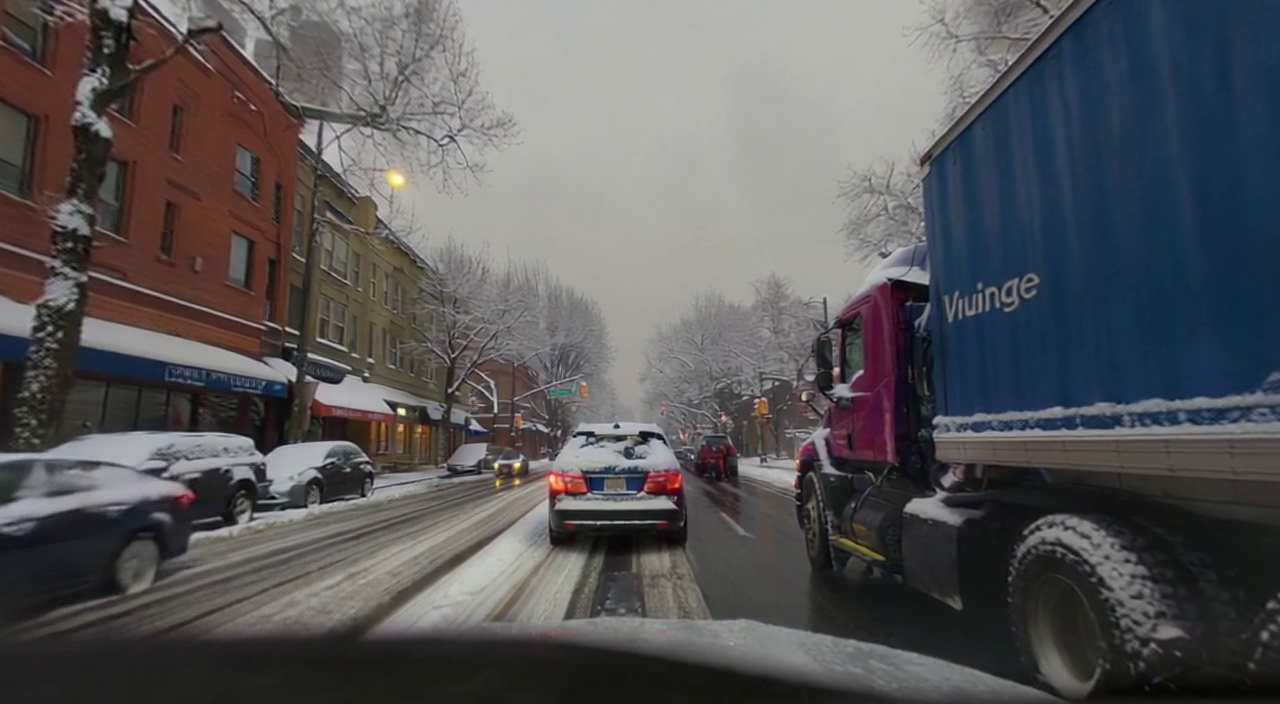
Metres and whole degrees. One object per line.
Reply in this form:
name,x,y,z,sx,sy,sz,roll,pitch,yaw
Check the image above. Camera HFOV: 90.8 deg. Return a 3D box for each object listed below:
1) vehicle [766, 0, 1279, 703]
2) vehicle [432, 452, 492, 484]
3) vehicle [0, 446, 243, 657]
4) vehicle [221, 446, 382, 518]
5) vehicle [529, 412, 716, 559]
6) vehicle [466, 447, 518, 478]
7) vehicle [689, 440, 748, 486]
vehicle,2.913,-0.030,2.197,2.913,3.771,9.716,0,-8,0
vehicle,-8.720,5.700,31.338,1.805,1.379,4.359,0,-8,-1
vehicle,-5.532,1.494,4.962,1.997,1.467,4.373,0,-8,0
vehicle,-8.842,3.375,17.043,1.896,1.652,4.269,0,-8,1
vehicle,-0.217,1.970,10.073,2.283,1.783,4.548,0,-8,0
vehicle,-8.700,6.532,37.534,2.084,1.686,4.422,0,-8,-1
vehicle,3.156,4.537,26.164,2.159,1.696,4.316,-1,-8,4
